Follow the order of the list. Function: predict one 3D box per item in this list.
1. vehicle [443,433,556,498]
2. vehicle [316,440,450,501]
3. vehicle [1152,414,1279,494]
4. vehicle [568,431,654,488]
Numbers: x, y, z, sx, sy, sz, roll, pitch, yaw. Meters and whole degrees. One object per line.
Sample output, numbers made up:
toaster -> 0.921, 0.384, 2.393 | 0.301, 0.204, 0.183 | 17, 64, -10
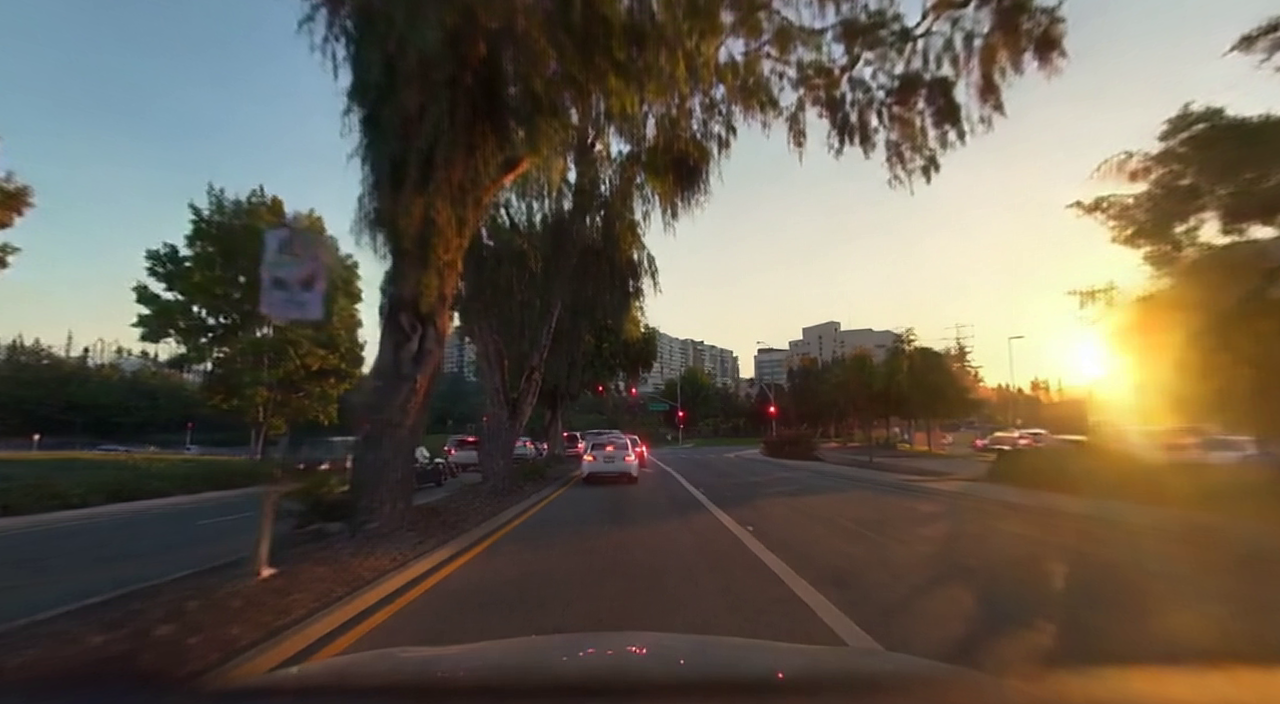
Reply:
vehicle -> -3.551, 2.962, 16.908 | 1.920, 1.480, 4.549 | 0, -8, 1
vehicle -> -7.012, 3.252, 17.811 | 1.852, 1.458, 4.422 | 0, -8, 1
vehicle -> 15.061, 2.409, 15.170 | 4.961, 1.657, 2.071 | 3, -9, -23
vehicle -> -0.778, 3.136, 18.762 | 2.231, 1.481, 4.489 | 0, -8, 0
